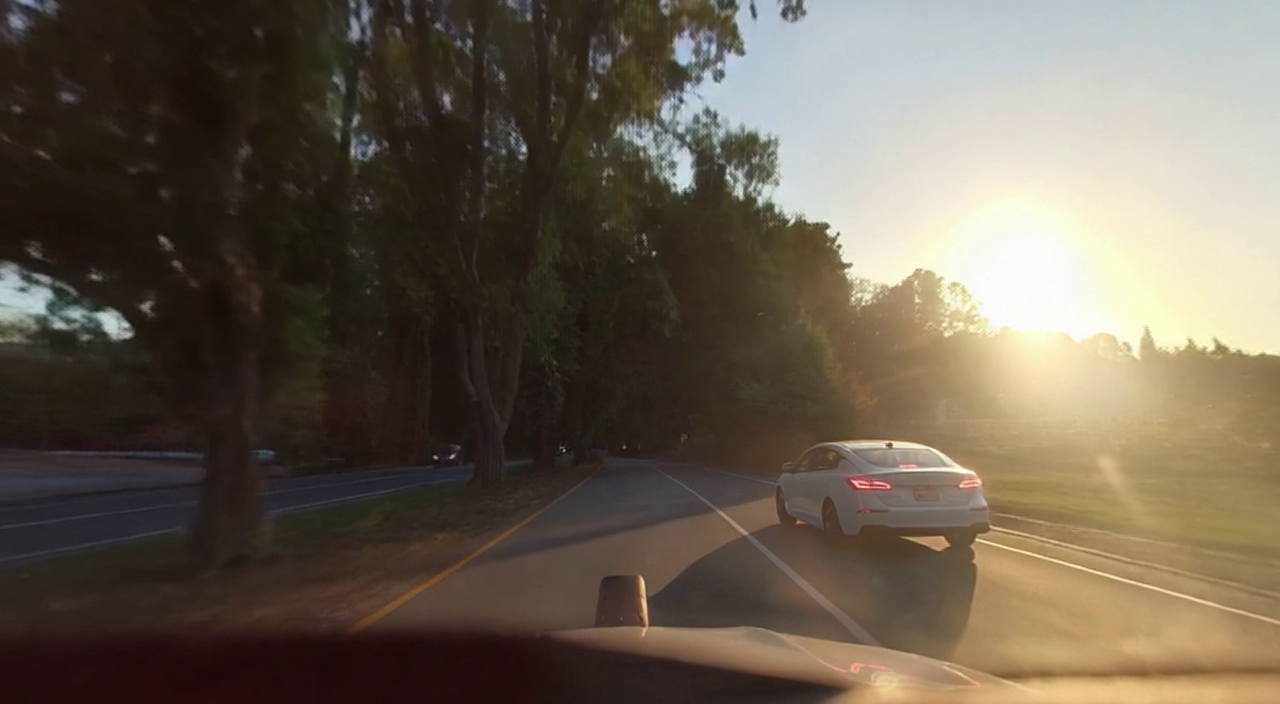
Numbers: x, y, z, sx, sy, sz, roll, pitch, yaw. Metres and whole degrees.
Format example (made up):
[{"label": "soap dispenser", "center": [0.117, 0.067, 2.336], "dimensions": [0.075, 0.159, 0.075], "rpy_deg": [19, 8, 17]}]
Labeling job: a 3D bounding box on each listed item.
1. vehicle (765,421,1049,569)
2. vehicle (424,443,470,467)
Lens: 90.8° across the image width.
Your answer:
[{"label": "vehicle", "center": [3.379, 1.914, 9.245], "dimensions": [2.060, 1.584, 4.592], "rpy_deg": [0, -9, -1]}, {"label": "vehicle", "center": [-13.990, 7.488, 46.064], "dimensions": [1.978, 1.660, 4.462], "rpy_deg": [0, -9, -1]}]
